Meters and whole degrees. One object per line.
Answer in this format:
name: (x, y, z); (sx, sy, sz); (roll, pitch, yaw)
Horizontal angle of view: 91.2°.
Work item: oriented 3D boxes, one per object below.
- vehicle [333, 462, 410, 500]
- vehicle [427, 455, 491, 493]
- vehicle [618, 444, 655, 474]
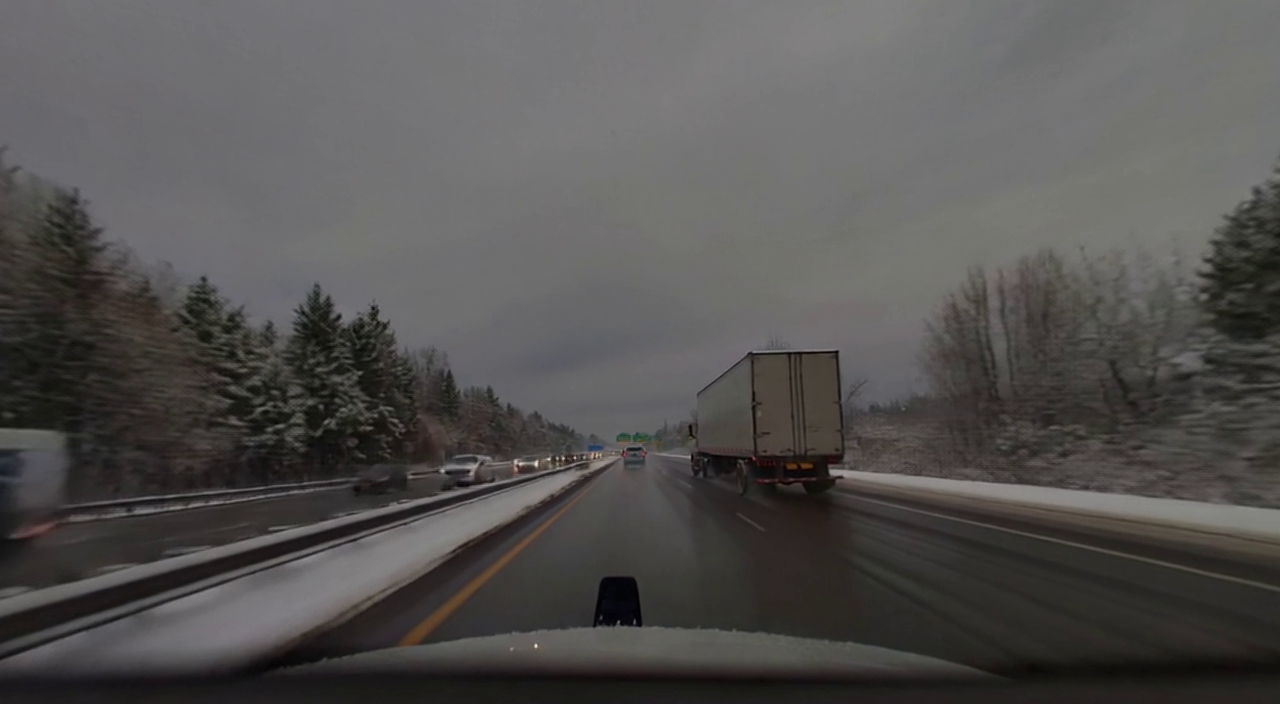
vehicle: (-12.614, 6.063, 29.724); (1.889, 1.569, 4.097); (-1, -9, 0)
vehicle: (-8.954, 6.022, 31.319); (1.967, 1.682, 4.187); (-1, -9, 0)
vehicle: (-0.231, 6.683, 39.352); (2.168, 1.705, 4.272); (-1, -9, -1)
